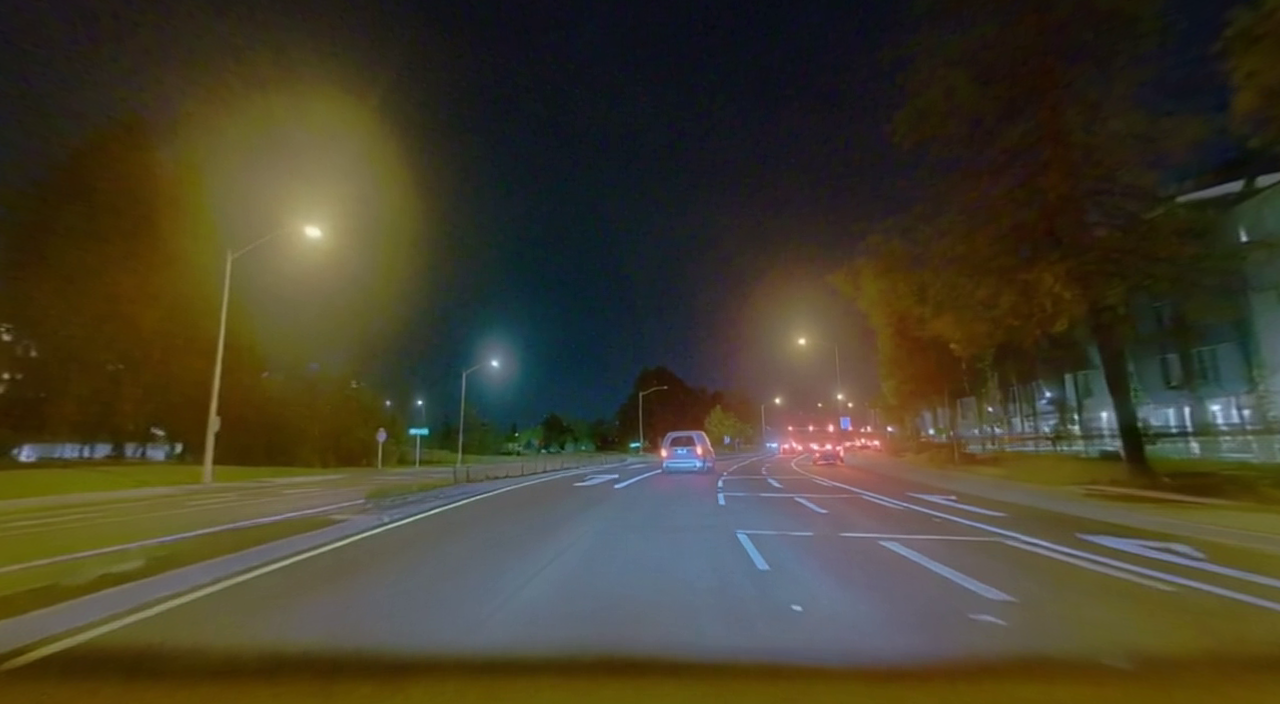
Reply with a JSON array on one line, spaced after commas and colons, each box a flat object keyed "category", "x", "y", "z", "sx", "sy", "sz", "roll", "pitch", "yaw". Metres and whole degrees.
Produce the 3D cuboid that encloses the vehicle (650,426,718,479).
[{"category": "vehicle", "x": 1.965, "y": 4.167, "z": 26.273, "sx": 2.371, "sy": 1.926, "sz": 5.615, "roll": -1, "pitch": -9, "yaw": 8}]
